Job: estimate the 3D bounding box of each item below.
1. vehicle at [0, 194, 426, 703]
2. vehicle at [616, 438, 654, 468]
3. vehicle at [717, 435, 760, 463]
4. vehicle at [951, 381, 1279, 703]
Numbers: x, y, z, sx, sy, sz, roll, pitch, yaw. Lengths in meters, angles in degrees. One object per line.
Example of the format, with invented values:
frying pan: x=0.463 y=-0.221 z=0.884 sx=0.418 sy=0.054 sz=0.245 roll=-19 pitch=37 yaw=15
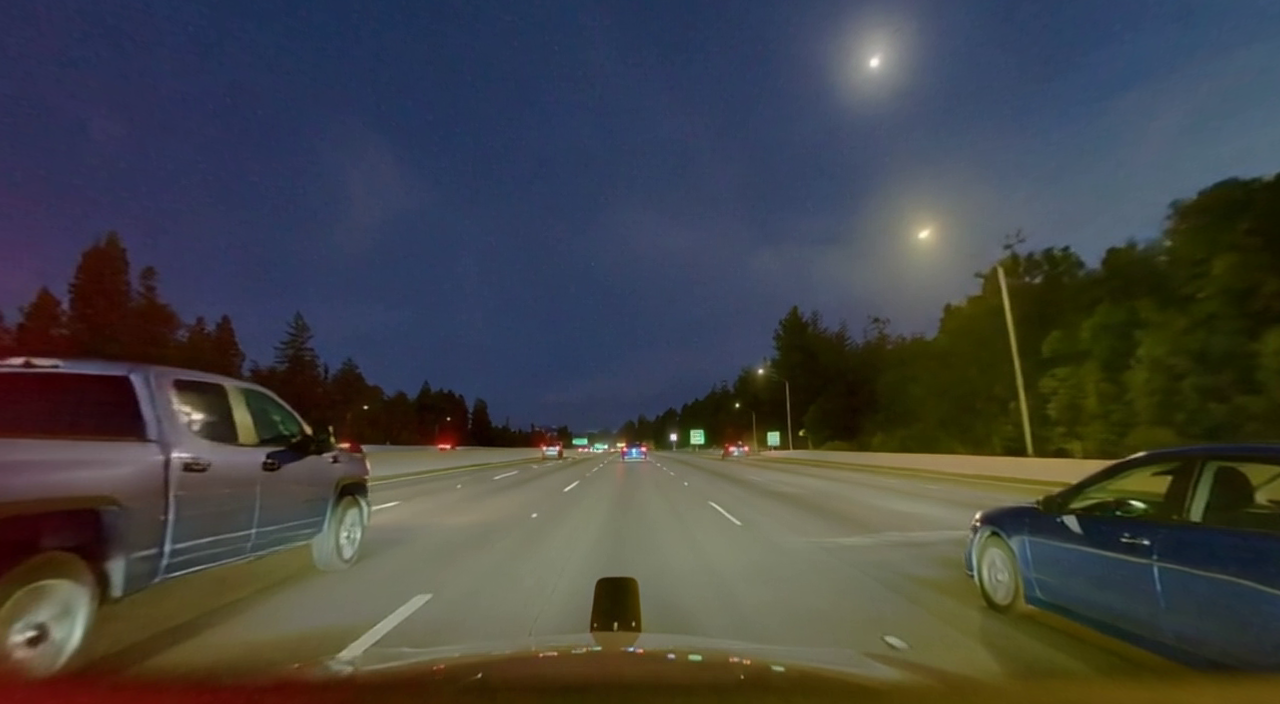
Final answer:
vehicle: x=-3.662 y=0.758 z=3.892 sx=2.592 sy=2.179 sz=6.034 roll=0 pitch=-8 yaw=0
vehicle: x=-0.330 y=5.951 z=37.355 sx=2.157 sy=1.642 sz=4.189 roll=0 pitch=-8 yaw=-1
vehicle: x=6.848 y=6.843 z=44.647 sx=2.103 sy=1.898 sz=5.310 roll=0 pitch=-9 yaw=-1
vehicle: x=3.126 y=0.808 z=1.765 sx=2.072 sy=1.501 sz=4.694 roll=0 pitch=-8 yaw=-1
